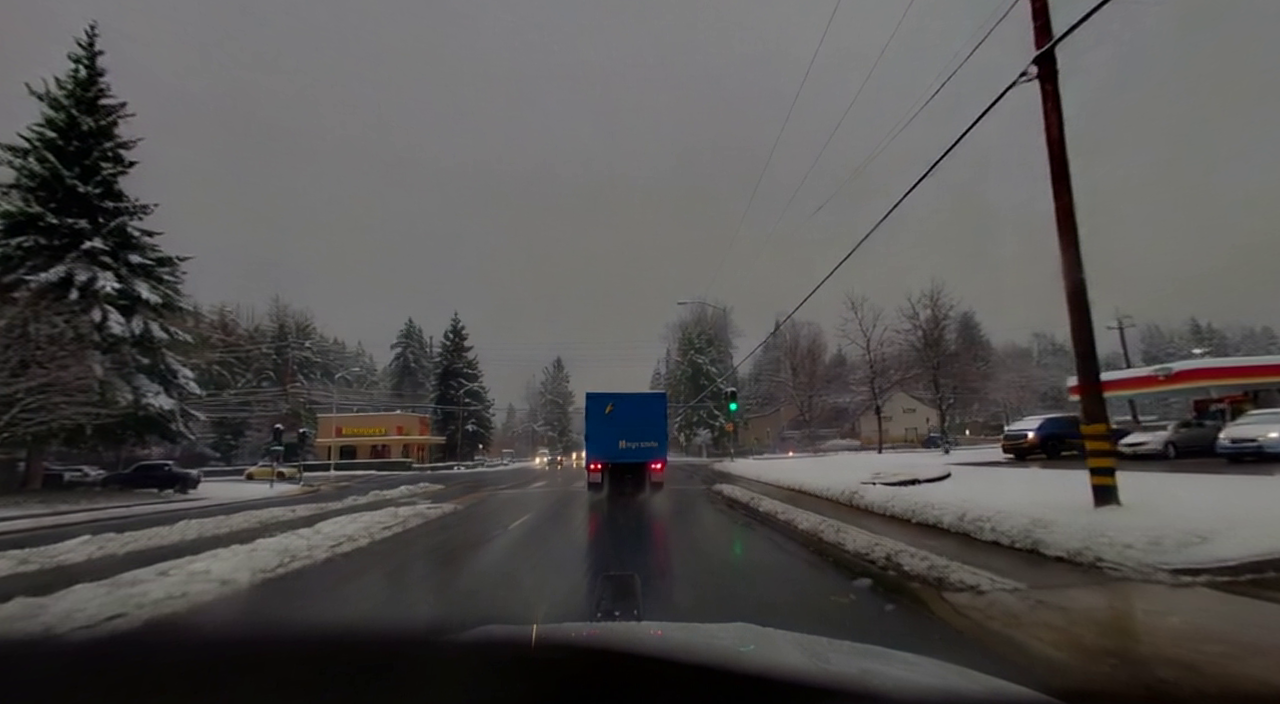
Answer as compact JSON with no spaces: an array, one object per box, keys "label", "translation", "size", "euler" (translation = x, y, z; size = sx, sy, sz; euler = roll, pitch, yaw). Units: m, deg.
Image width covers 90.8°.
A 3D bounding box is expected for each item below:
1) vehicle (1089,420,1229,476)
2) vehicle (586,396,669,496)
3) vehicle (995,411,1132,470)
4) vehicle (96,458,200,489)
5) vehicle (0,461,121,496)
[{"label":"vehicle","translation":[15.190,2.786,18.446],"size":[4.105,1.433,1.931],"euler":[6,-10,-34]},{"label":"vehicle","translation":[-0.288,3.242,21.942],"size":[2.463,2.954,5.938],"euler":[0,-8,1]},{"label":"vehicle","translation":[15.837,3.308,23.559],"size":[5.078,1.937,2.326],"euler":[5,-10,-34]},{"label":"vehicle","translation":[-28.016,6.922,36.169],"size":[4.303,1.567,2.021],"euler":[5,-10,-29]},{"label":"vehicle","translation":[-27.933,5.985,30.097],"size":[4.493,1.453,1.912],"euler":[4,-9,-27]}]
